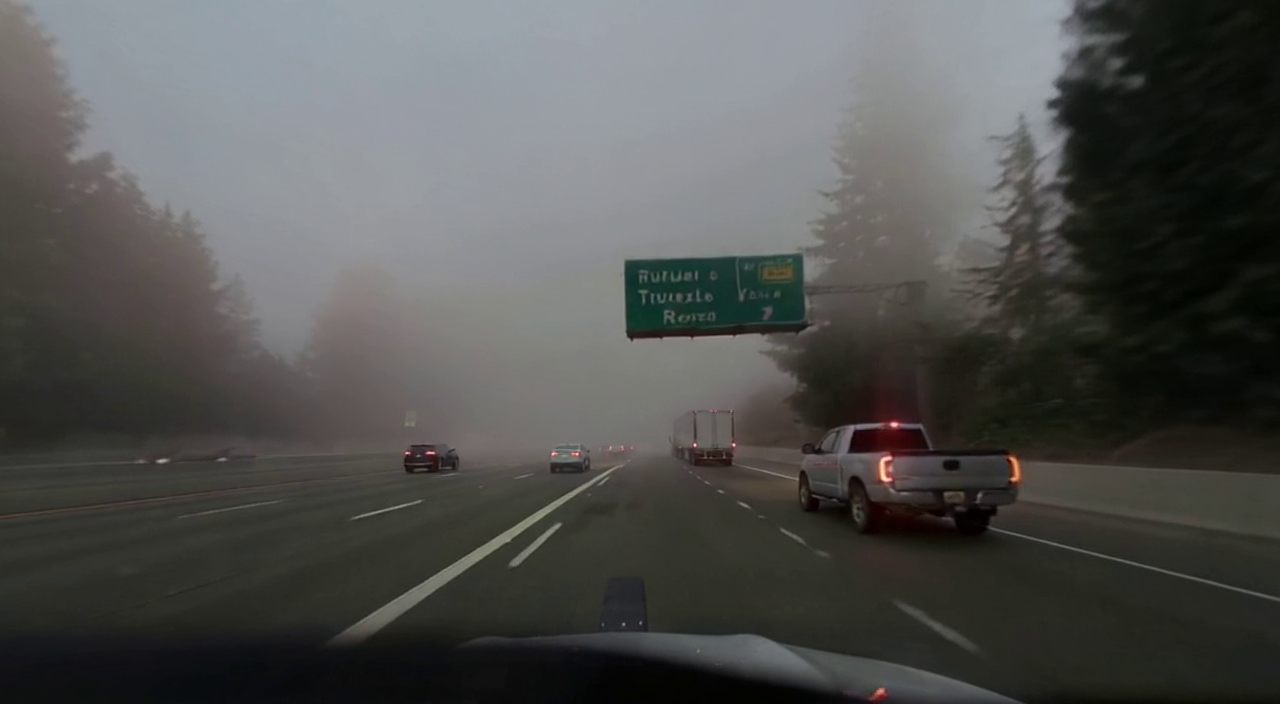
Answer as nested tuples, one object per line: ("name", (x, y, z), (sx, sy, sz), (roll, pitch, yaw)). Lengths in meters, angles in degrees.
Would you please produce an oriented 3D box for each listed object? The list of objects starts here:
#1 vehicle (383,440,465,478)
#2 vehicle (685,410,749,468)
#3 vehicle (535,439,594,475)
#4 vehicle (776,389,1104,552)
("vehicle", (-9.142, 4.549, 27.097), (1.899, 1.465, 4.589), (0, -8, 0))
("vehicle", (4.318, 5.121, 36.992), (2.732, 3.052, 7.118), (0, -8, -1))
("vehicle", (-3.271, 4.673, 28.265), (1.981, 1.473, 4.317), (0, -8, 2))
("vehicle", (4.290, 1.896, 10.880), (2.355, 1.930, 6.633), (0, -8, 0))
